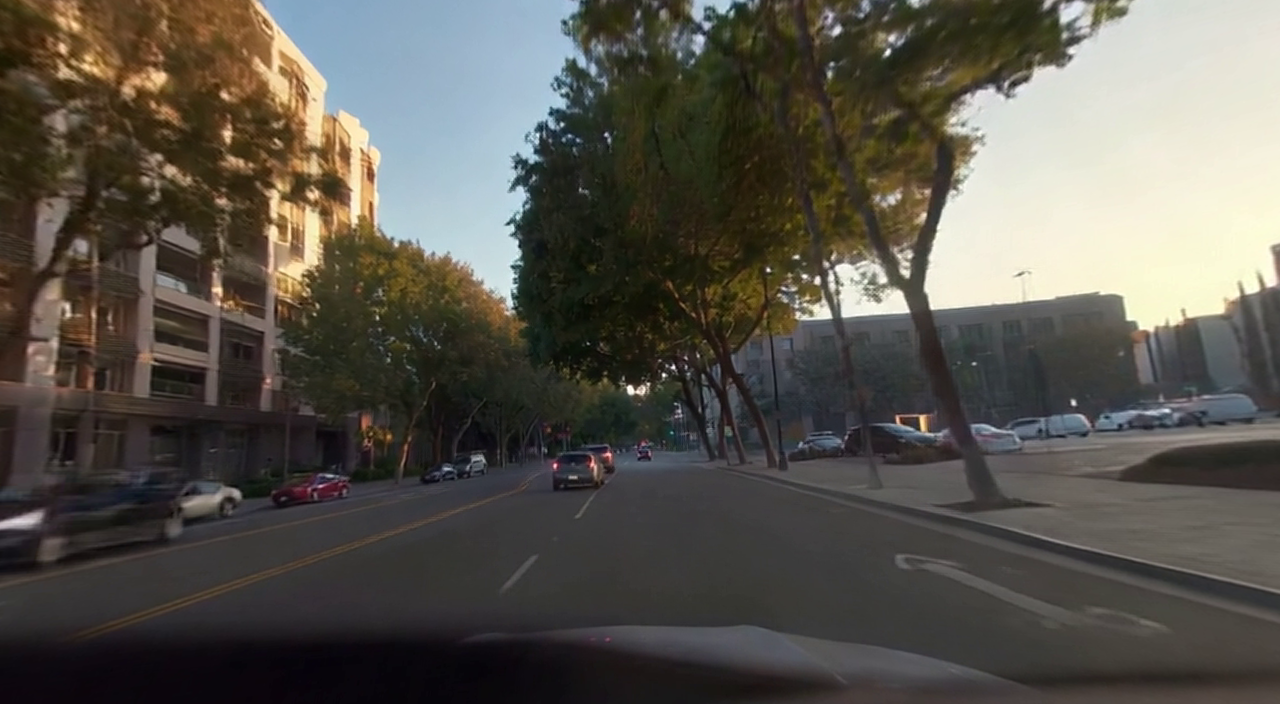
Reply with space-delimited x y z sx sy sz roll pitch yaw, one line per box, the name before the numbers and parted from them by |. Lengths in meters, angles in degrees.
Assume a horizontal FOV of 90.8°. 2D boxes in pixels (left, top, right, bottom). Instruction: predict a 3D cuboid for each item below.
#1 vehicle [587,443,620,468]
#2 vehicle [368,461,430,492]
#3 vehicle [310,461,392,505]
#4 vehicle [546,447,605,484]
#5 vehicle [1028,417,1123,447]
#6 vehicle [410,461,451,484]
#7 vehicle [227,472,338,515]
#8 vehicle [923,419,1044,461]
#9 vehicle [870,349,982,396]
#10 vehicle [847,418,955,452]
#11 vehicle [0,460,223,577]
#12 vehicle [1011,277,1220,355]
vehicle | -2.752 7.950 48.798 2.190 1.840 4.720 0 -8 0
vehicle | -15.017 7.753 39.589 1.984 1.635 4.525 -3 -9 2
vehicle | -15.368 6.927 33.903 1.917 1.775 5.018 -9 -9 -1
vehicle | -2.663 4.809 27.131 2.051 1.454 4.132 0 -8 0
vehicle | 26.376 4.857 38.284 4.439 1.688 2.101 1 -9 -12
vehicle | -15.081 8.703 45.663 1.646 1.462 3.740 0 -8 0
vehicle | -15.313 6.061 27.425 2.021 1.438 4.616 -2 -9 2
vehicle | 13.030 3.343 24.123 3.527 1.496 1.836 0 -7 -3
vehicle | 12.241 0.889 27.200 3.826 1.601 1.807 -3 -8 -3
vehicle | 13.253 4.284 32.329 4.619 1.626 2.121 -1 -9 4
vehicle | -9.823 2.740 11.163 1.884 1.518 4.380 0 -8 0
vehicle | 12.033 -0.873 16.205 3.827 1.556 1.730 -1 -10 1
